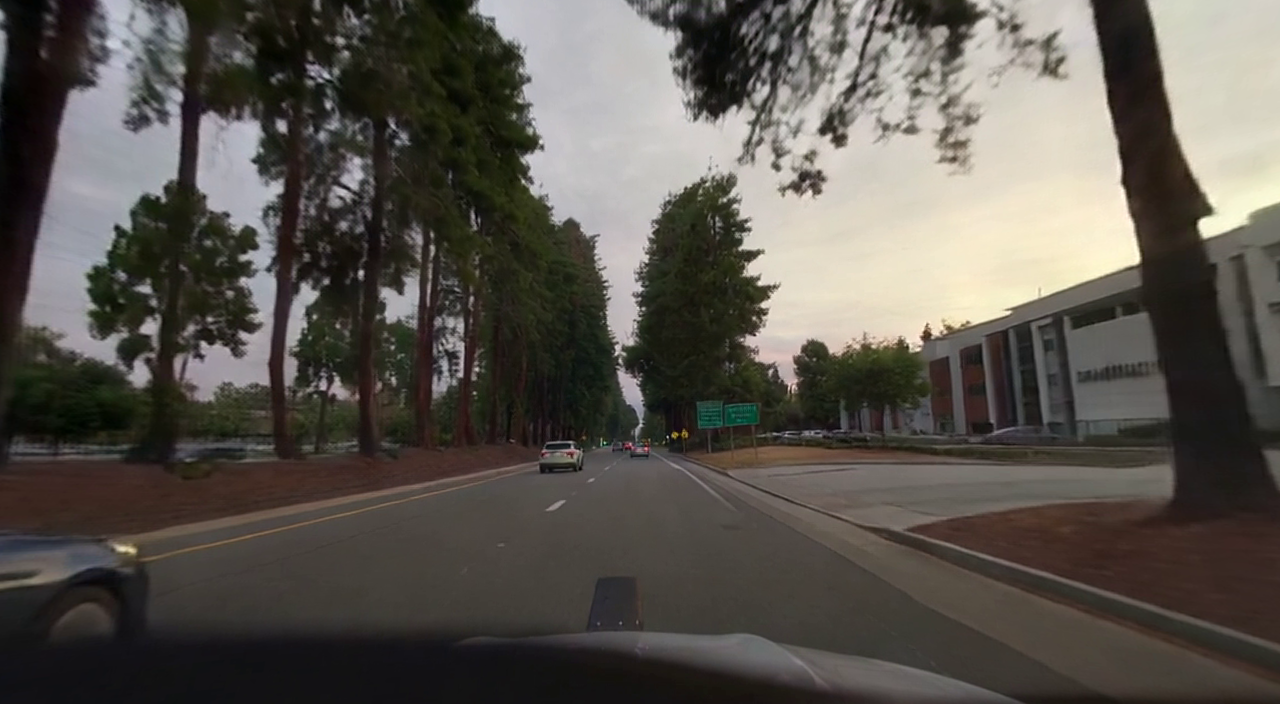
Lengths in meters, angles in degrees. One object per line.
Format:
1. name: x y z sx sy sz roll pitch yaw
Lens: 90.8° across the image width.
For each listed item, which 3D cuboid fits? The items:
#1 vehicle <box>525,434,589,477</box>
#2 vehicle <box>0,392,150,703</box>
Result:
1. vehicle: -3.253 4.144 25.486 1.942 1.588 4.172 0 -8 1
2. vehicle: -3.465 0.687 0.989 1.862 1.478 4.369 0 -8 0
